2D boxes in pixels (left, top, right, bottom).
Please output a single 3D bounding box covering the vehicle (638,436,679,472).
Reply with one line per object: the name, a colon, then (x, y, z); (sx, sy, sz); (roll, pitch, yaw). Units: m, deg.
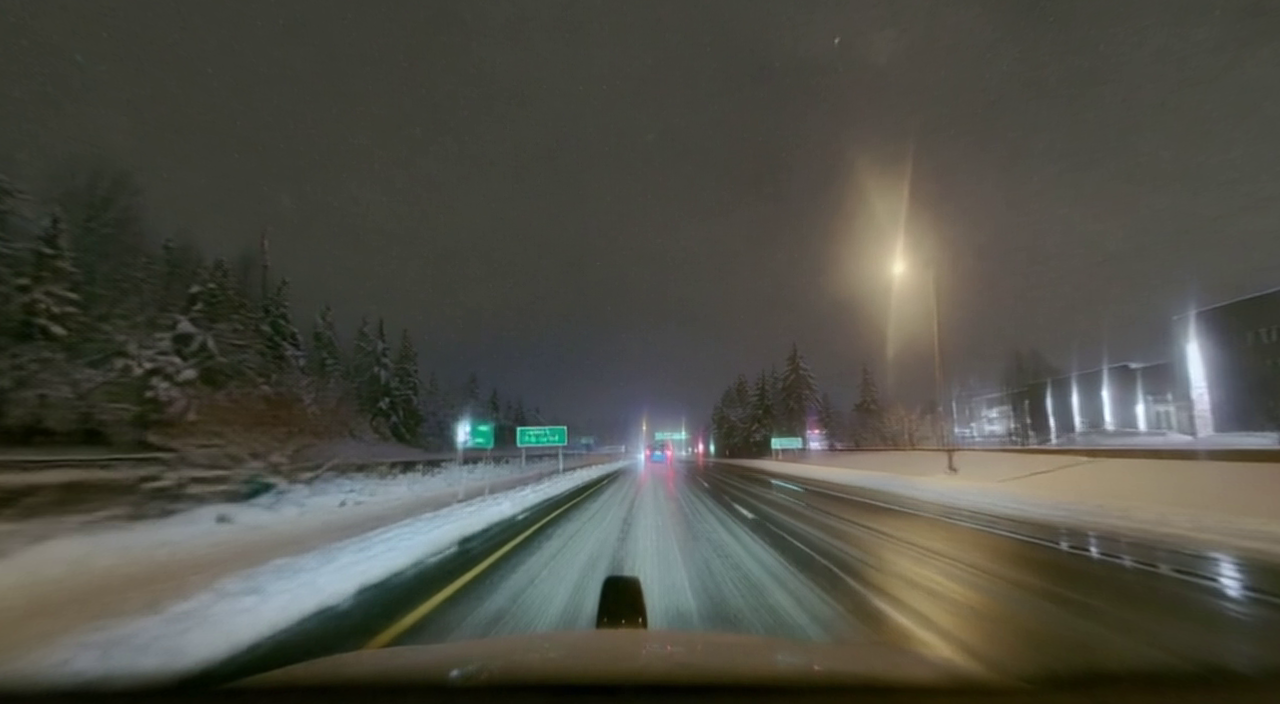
vehicle: (1.223, 6.611, 40.901); (2.546, 2.126, 5.153); (0, -8, 2)
